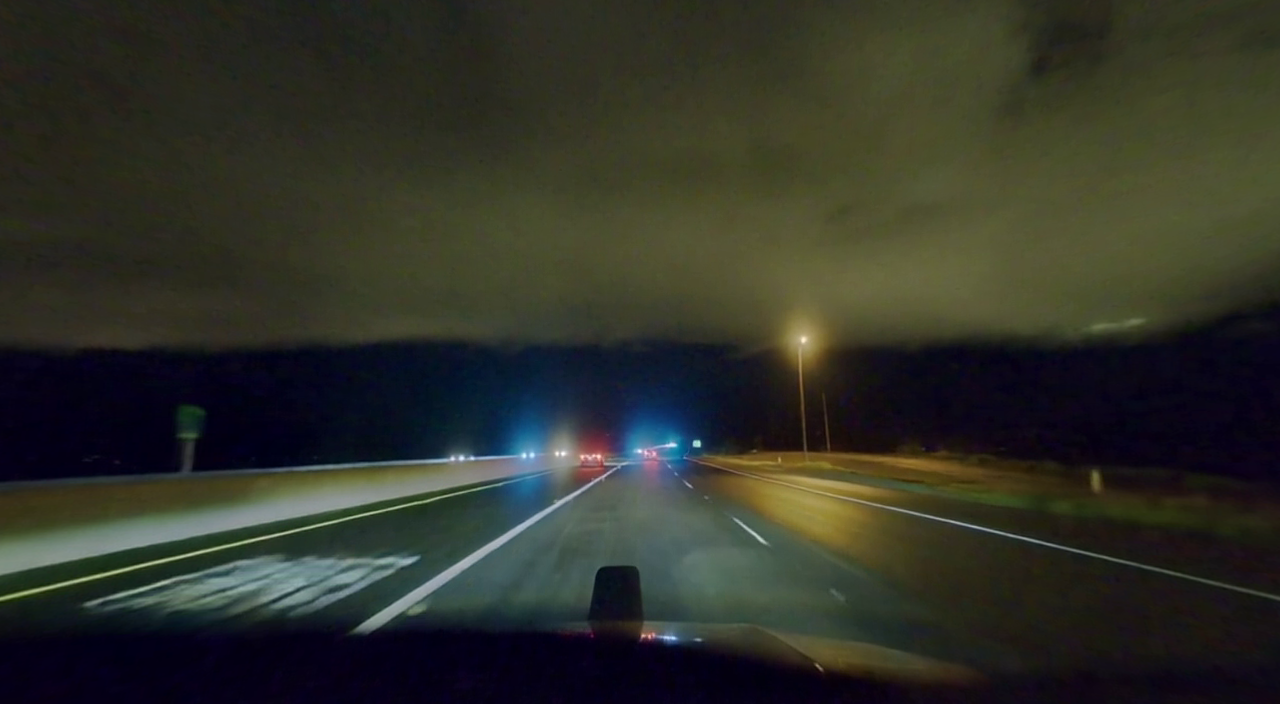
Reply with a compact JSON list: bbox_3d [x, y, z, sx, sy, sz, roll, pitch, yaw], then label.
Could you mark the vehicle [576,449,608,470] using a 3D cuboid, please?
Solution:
[{"bbox_3d":[-3.555,8.068,47.401,2.001,1.521,3.900,-1,-9,1],"label":"vehicle"}]
